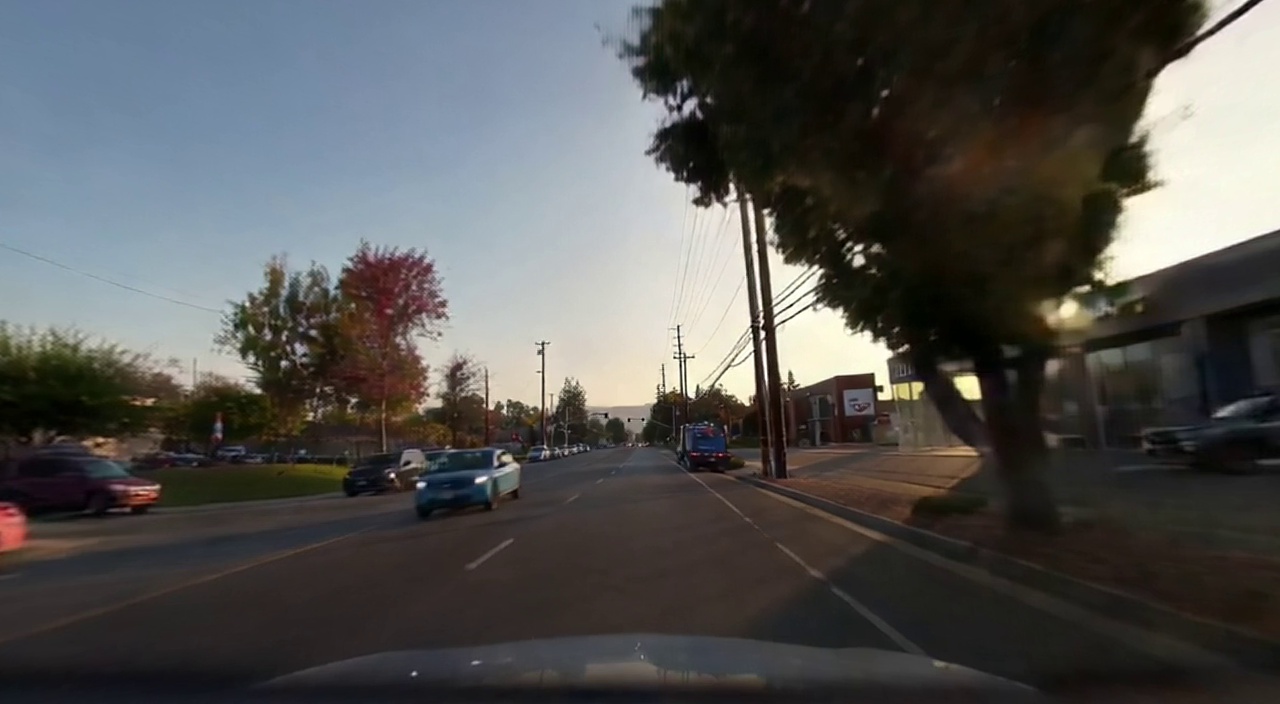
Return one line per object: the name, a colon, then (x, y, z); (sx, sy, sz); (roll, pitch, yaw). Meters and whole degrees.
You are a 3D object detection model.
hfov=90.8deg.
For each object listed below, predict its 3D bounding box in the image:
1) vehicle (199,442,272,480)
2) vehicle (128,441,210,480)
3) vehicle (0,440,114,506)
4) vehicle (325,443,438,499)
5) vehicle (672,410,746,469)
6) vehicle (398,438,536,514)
vehicle: (-19.517, 5.257, 30.746); (1.980, 1.669, 5.543); (4, -9, -22)
vehicle: (-21.661, 5.048, 29.245); (2.040, 1.541, 4.636); (1, -10, -24)
vehicle: (-18.282, 3.611, 19.250); (1.908, 1.763, 4.474); (3, -9, -19)
vehicle: (-9.063, 4.165, 22.628); (1.938, 1.756, 4.686); (0, -9, 2)
vehicle: (3.875, 5.313, 38.116); (3.168, 3.106, 9.350); (0, -9, -2)
vehicle: (-3.881, 2.843, 14.981); (2.042, 1.530, 3.980); (0, -9, 1)
